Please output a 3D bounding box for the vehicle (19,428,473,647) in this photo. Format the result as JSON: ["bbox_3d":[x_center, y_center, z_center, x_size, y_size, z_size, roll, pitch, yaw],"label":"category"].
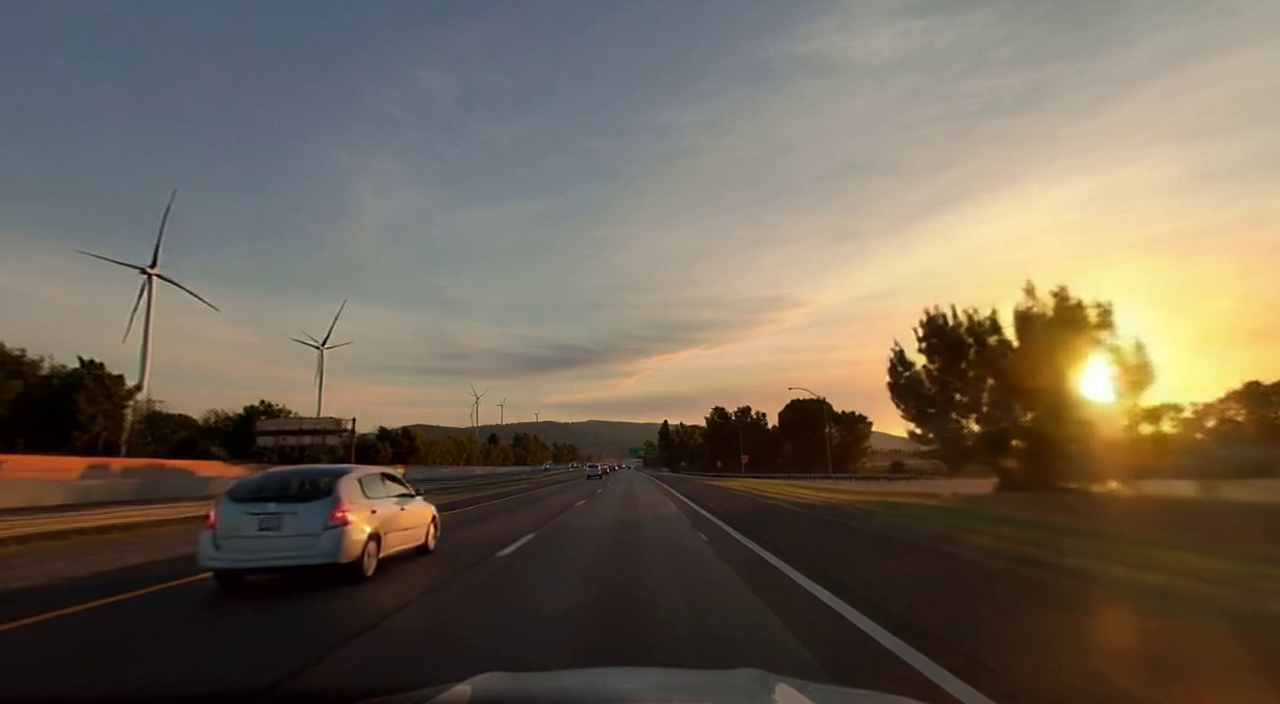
[{"bbox_3d":[-3.325,1.683,6.538,2.001,1.486,4.104,1,-10,0],"label":"vehicle"}]
